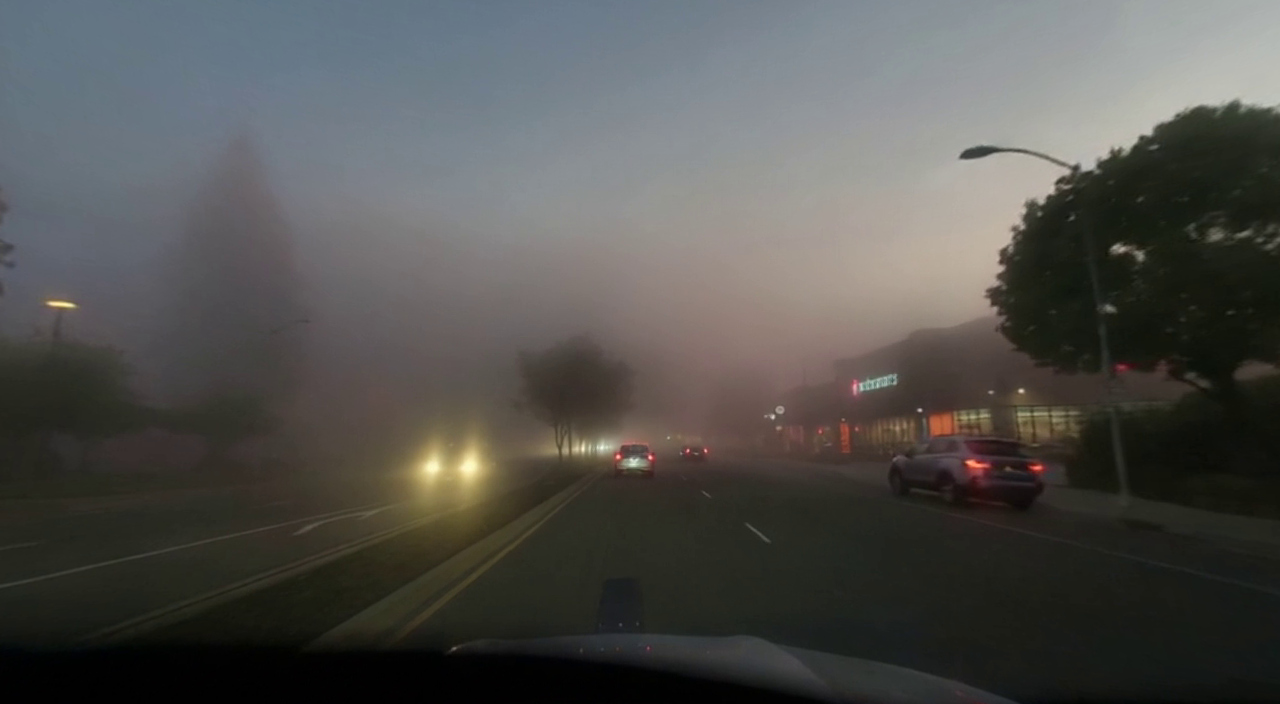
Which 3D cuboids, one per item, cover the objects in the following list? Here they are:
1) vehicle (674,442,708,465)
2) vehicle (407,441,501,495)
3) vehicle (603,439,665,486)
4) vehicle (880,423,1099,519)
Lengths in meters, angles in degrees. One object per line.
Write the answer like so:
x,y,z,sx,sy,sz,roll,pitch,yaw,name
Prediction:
3.525,7.089,44.319,1.910,1.474,4.003,0,-9,-1,vehicle
-5.891,3.693,20.537,1.999,1.531,4.011,0,-9,-3,vehicle
-0.231,3.849,22.308,2.006,1.487,3.535,0,-9,-1,vehicle
7.600,2.641,14.597,2.165,1.787,5.231,-1,-9,2,vehicle
